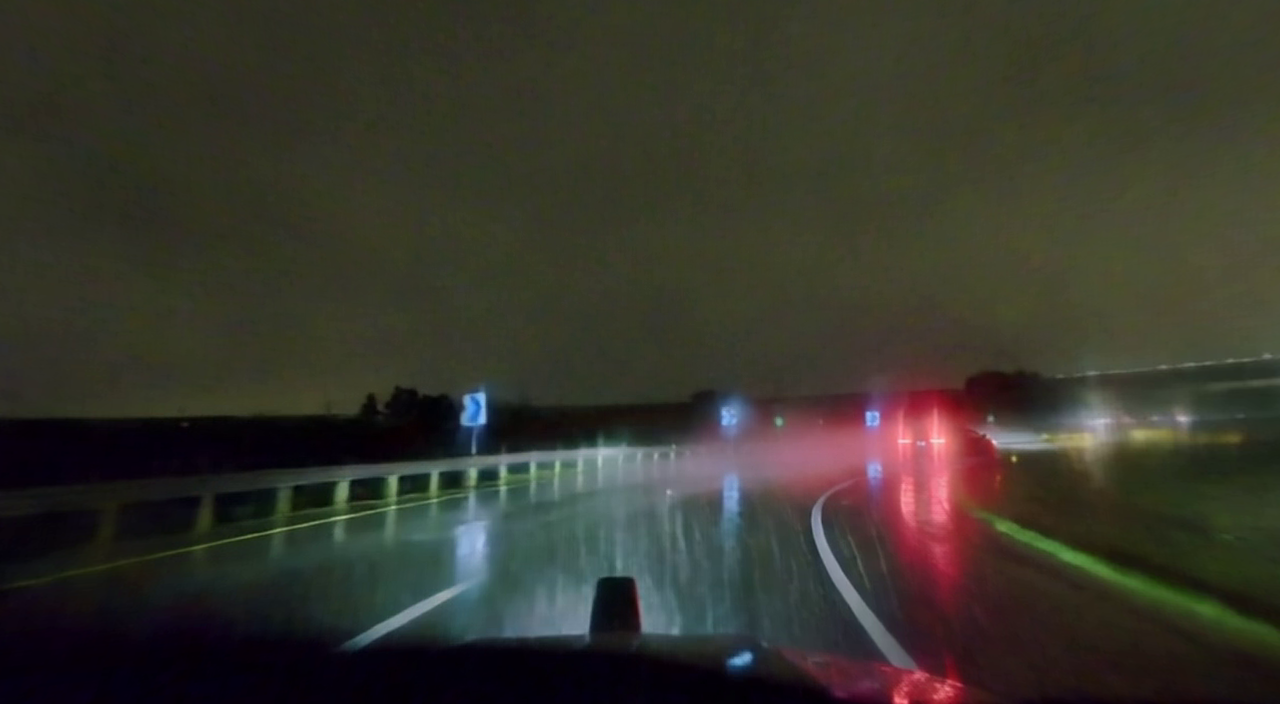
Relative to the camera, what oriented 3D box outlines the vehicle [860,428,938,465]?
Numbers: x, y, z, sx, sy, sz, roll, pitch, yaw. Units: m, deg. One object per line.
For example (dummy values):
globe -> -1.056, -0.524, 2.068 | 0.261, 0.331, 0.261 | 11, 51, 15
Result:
vehicle -> 11.610, 4.174, 28.053 | 2.028, 1.440, 3.970 | -3, -8, 42
